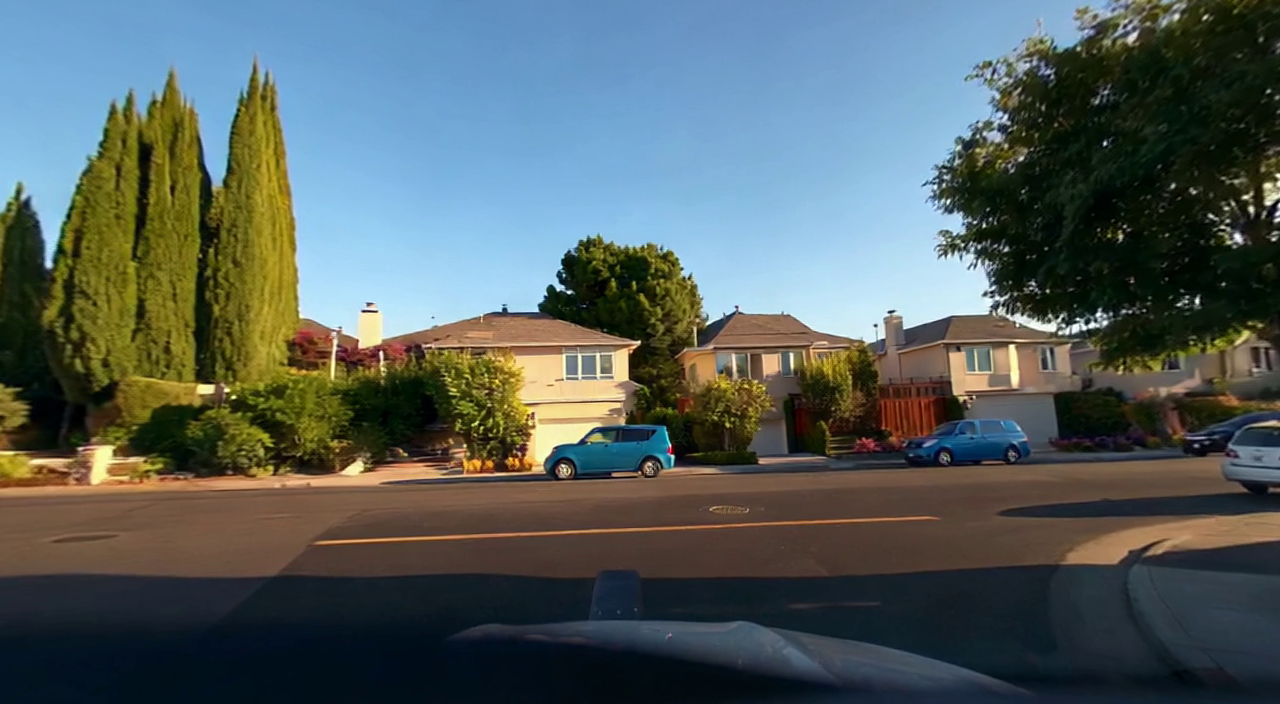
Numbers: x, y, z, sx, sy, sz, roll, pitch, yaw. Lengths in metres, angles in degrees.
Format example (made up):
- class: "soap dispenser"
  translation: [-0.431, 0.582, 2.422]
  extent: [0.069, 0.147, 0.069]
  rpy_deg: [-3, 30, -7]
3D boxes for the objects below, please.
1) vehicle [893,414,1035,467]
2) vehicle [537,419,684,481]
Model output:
- class: "vehicle"
  translation: [10.059, 2.750, 19.690]
  extent: [3.513, 1.507, 1.798]
  rpy_deg: [2, -6, -8]
- class: "vehicle"
  translation: [-0.853, 2.723, 17.594]
  extent: [3.746, 1.518, 1.845]
  rpy_deg: [3, -5, -15]
